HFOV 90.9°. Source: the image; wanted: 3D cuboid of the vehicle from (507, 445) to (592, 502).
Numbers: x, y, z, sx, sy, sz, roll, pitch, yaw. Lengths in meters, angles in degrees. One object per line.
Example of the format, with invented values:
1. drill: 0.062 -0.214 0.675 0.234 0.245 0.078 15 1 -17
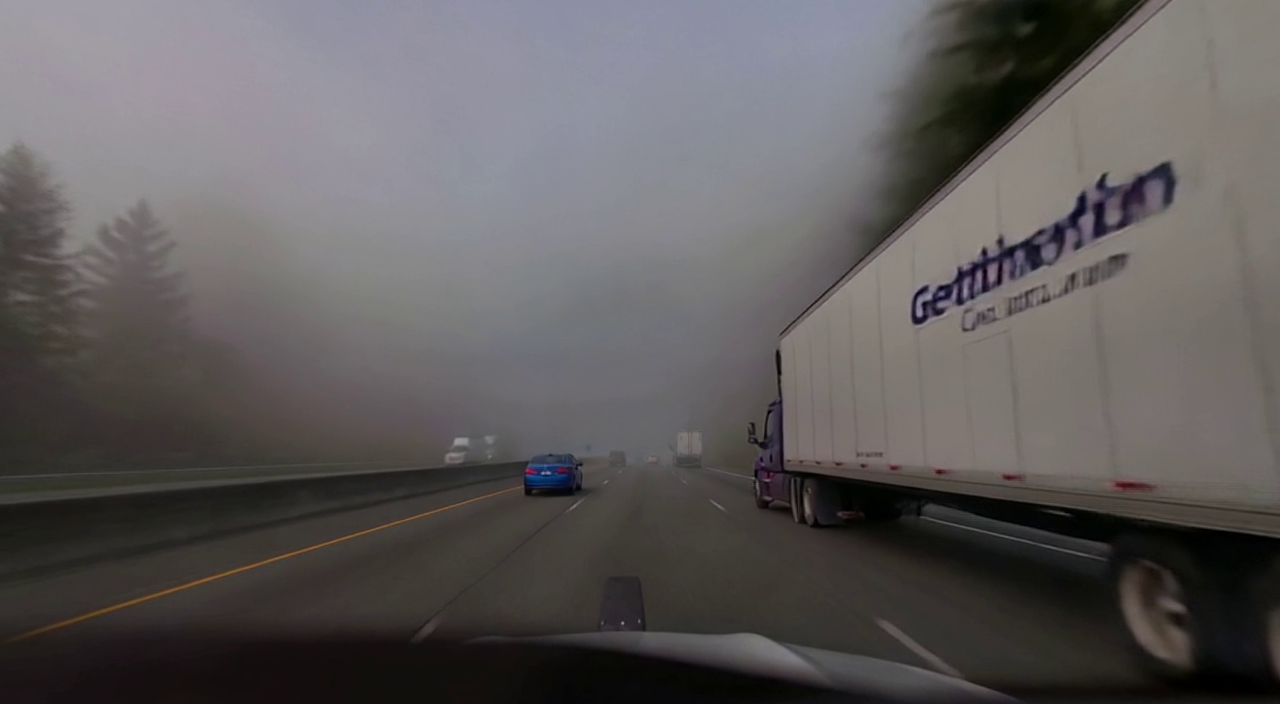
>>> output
1. vehicle: -2.723 3.782 20.000 1.960 1.579 4.384 0 -9 1

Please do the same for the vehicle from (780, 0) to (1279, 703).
1. vehicle: 4.631 0.417 7.012 2.858 3.952 13.731 0 -9 -1
